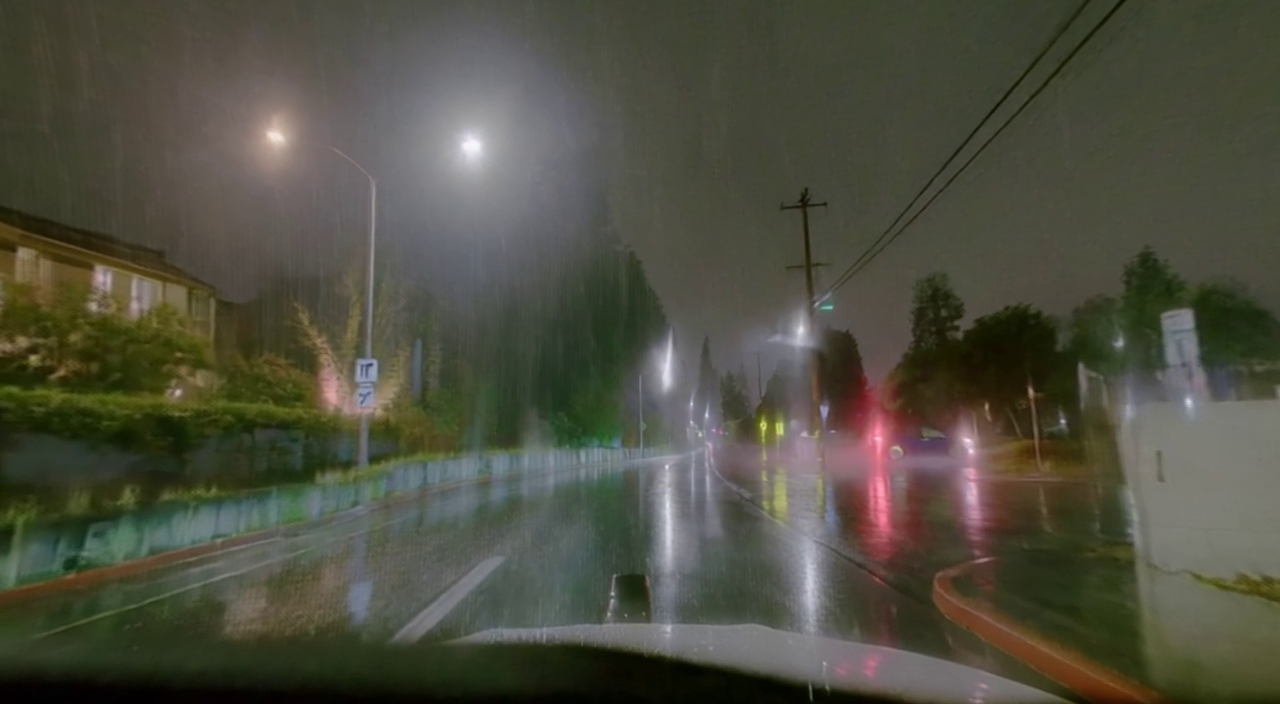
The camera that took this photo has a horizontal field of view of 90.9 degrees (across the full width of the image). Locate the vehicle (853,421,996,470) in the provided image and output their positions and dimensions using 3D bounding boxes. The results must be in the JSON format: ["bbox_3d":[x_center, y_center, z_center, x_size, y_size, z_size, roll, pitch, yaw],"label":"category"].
[{"bbox_3d":[10.862,3.600,24.354,4.614,1.764,1.860,0,-8,6],"label":"vehicle"}]
